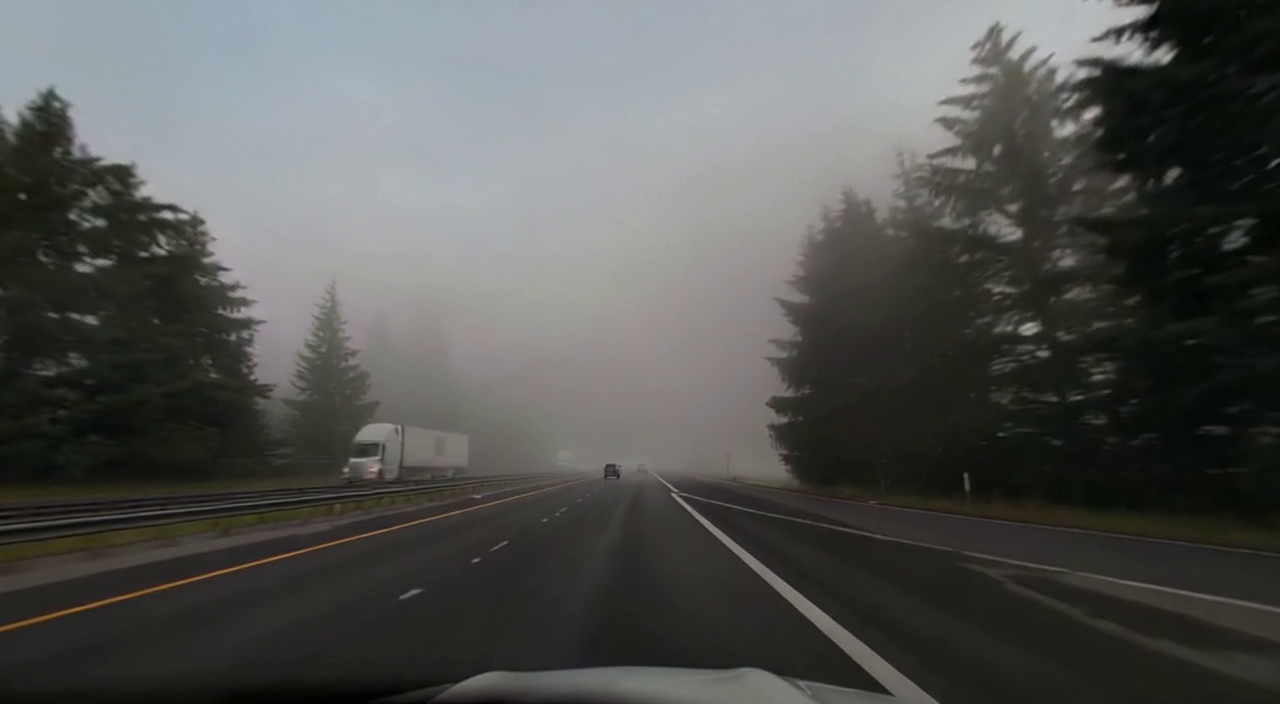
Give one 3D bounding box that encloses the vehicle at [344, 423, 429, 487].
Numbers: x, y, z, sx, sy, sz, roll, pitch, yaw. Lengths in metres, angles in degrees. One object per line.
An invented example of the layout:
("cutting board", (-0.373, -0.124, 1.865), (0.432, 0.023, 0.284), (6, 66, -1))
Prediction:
("vehicle", (-17.109, 7.087, 43.029), (3.002, 4.023, 5.968), (0, -10, 1))
